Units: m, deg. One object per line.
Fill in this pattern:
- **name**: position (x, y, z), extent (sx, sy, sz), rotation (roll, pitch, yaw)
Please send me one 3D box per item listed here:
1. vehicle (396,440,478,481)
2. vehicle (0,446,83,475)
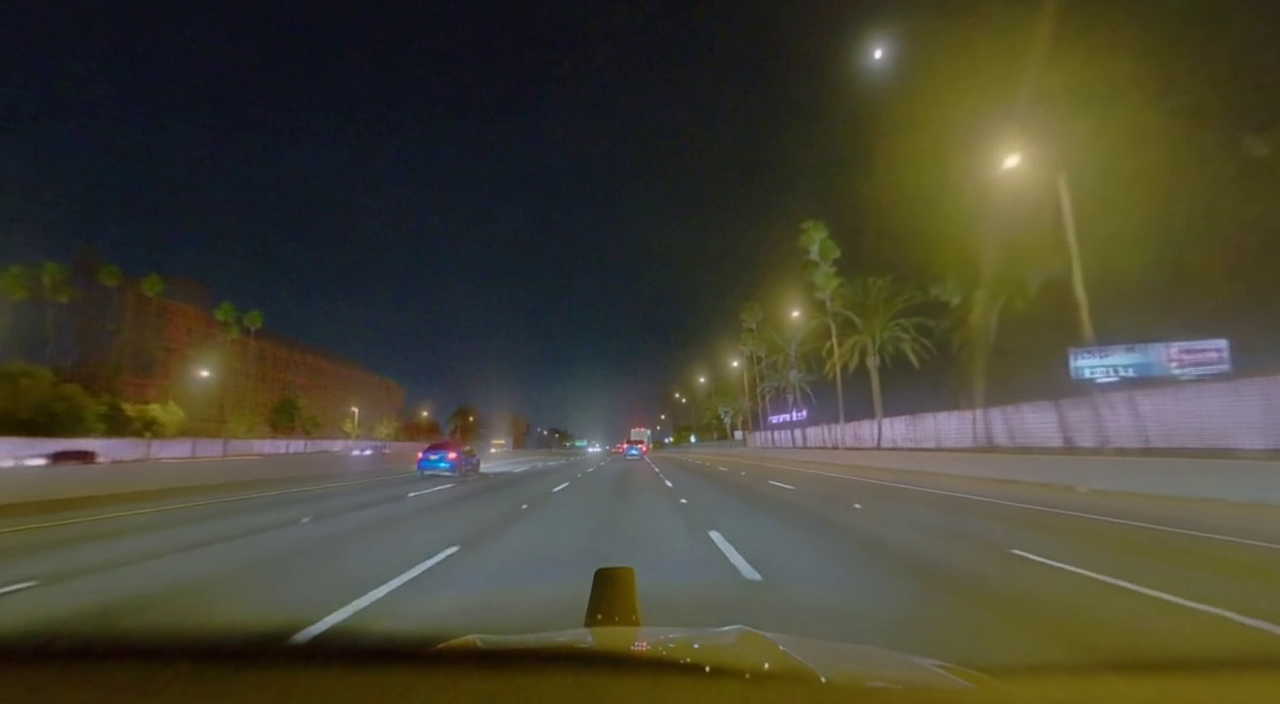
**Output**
- **vehicle**: position (-8.407, 4.535, 26.598), extent (1.971, 1.552, 4.465), rotation (0, -9, 0)
- **vehicle**: position (-33.535, 5.919, 34.654), extent (1.860, 1.494, 4.521), rotation (0, -9, 0)
